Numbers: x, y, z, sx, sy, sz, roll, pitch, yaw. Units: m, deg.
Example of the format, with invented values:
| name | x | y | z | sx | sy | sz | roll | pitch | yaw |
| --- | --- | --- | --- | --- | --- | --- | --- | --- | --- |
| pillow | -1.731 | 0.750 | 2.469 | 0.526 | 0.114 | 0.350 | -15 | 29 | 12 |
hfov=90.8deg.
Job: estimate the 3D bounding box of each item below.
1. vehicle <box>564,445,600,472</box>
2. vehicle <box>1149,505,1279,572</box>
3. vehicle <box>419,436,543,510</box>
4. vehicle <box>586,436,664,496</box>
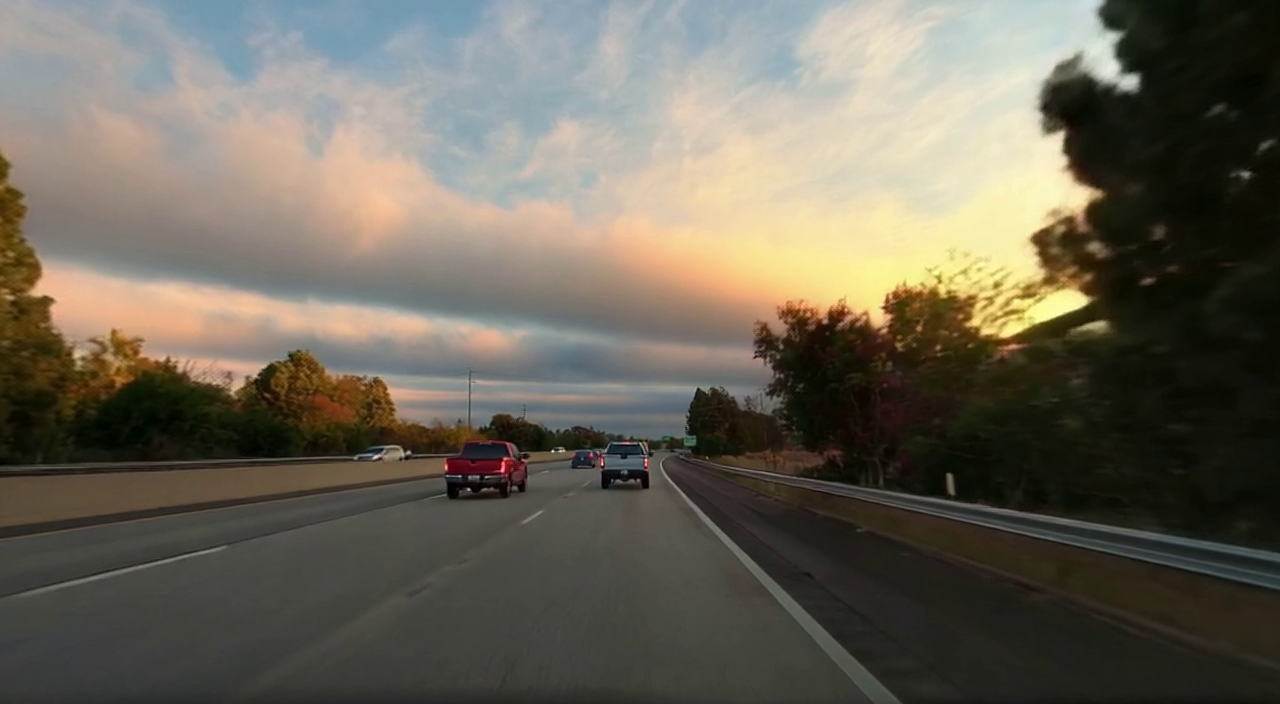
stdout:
| name | x | y | z | sx | sy | sz | roll | pitch | yaw |
| --- | --- | --- | --- | --- | --- | --- | --- | --- | --- |
| vehicle | -4.042 | 7.518 | 44.683 | 1.991 | 1.776 | 4.333 | 0 | -8 | 2 |
| vehicle | 20.252 | 6.311 | 21.782 | 1.956 | 1.594 | 4.425 | -1 | -8 | 5 |
| vehicle | -4.129 | 3.221 | 17.429 | 2.038 | 1.704 | 5.181 | 0 | -8 | 0 |
| vehicle | -0.418 | 3.687 | 20.836 | 2.293 | 1.753 | 4.380 | 0 | -8 | 1 |
